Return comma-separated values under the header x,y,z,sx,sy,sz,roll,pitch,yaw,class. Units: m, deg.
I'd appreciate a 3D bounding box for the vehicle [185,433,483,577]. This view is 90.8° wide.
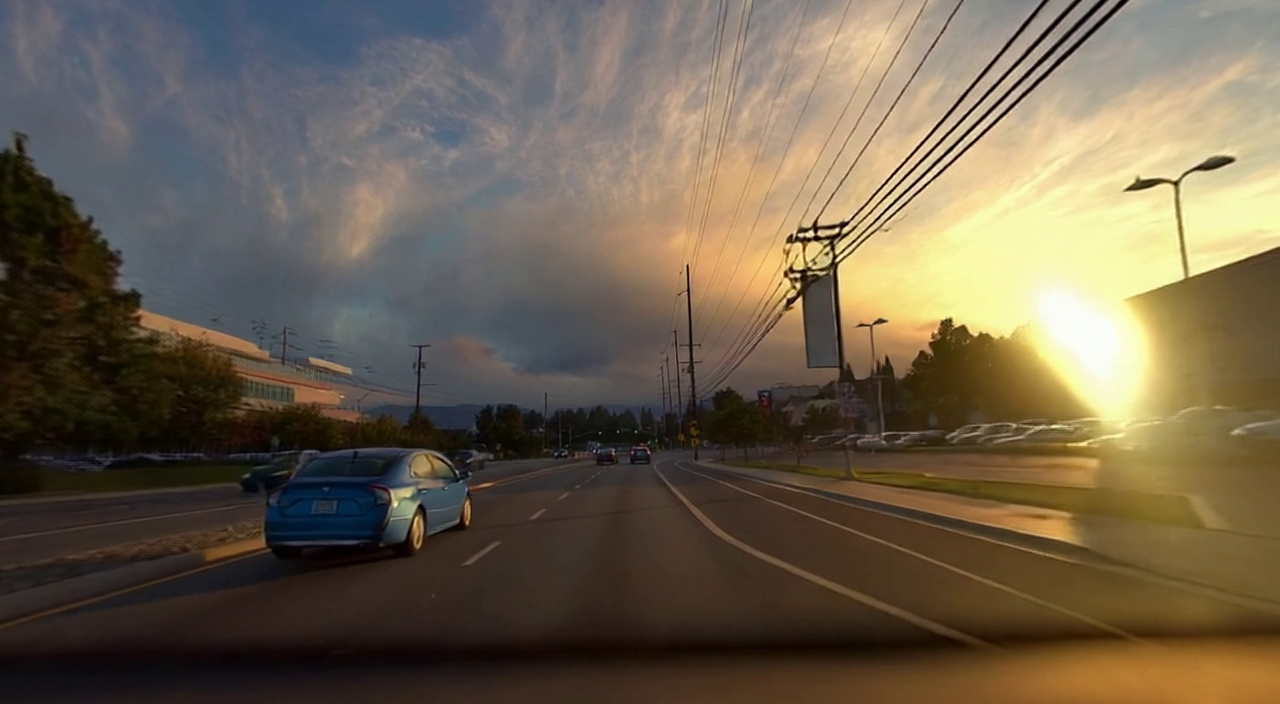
x,y,z,sx,sy,sz,roll,pitch,yaw,class
-3.806,1.966,9.031,1.928,1.488,4.635,0,-9,0,vehicle
